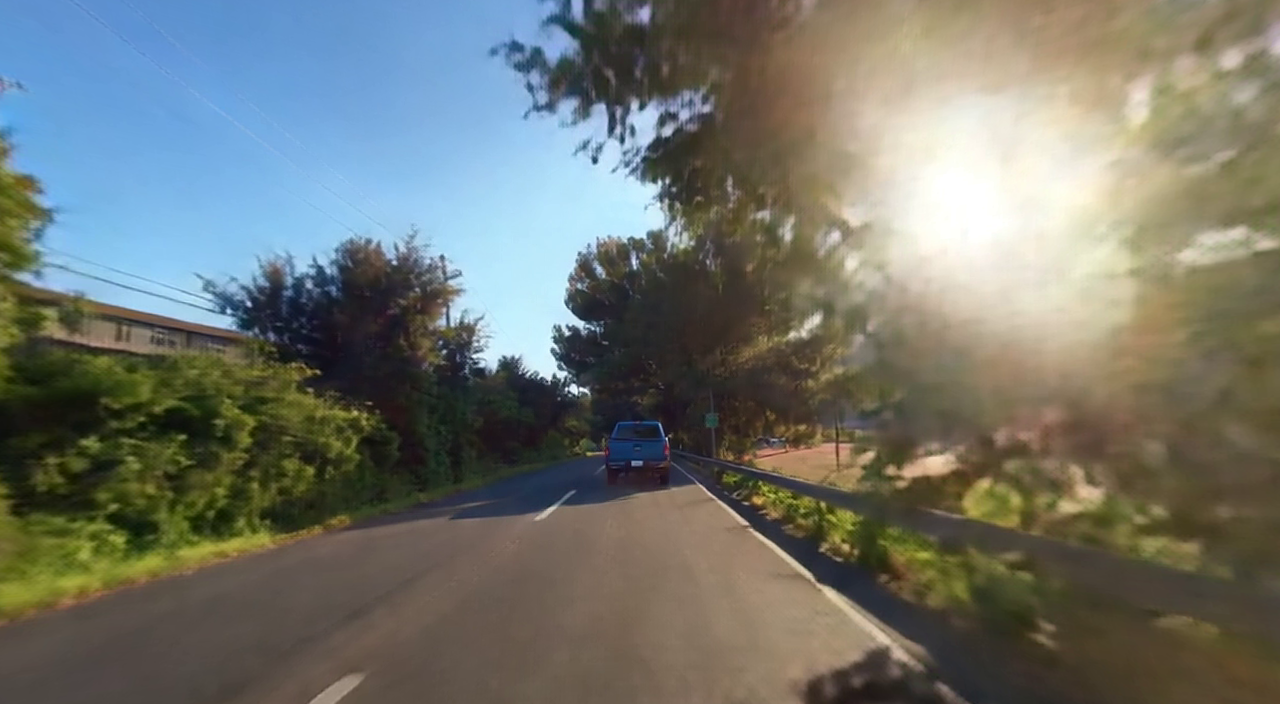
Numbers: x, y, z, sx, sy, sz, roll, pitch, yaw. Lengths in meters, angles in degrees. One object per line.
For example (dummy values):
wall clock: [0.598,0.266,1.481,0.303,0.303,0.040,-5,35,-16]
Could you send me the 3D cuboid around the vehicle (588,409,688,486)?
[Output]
vehicle: [-0.111,3.436,22.934,3.021,2.326,7.410,0,-8,-1]
